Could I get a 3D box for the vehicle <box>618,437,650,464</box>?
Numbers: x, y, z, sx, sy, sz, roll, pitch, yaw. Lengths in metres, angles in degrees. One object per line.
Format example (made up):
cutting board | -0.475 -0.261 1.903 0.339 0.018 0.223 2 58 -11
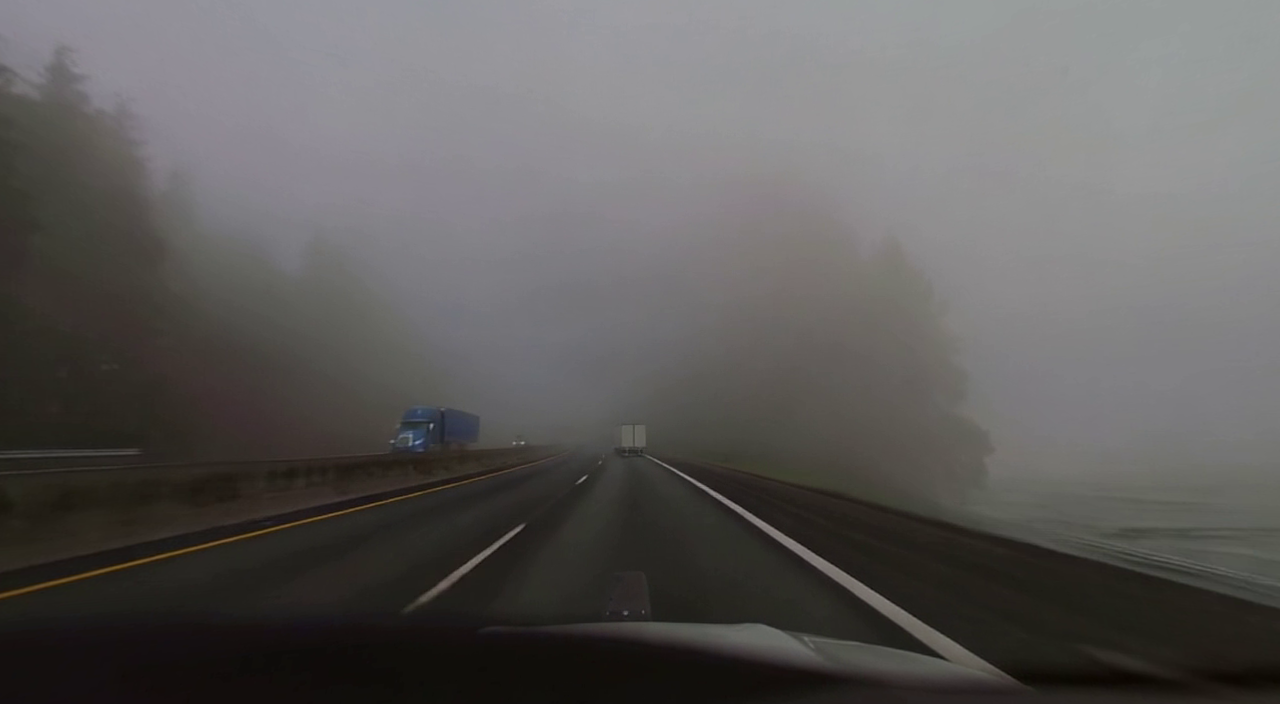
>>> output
vehicle | -0.479 6.858 43.843 2.079 1.729 4.380 0 -8 -3
